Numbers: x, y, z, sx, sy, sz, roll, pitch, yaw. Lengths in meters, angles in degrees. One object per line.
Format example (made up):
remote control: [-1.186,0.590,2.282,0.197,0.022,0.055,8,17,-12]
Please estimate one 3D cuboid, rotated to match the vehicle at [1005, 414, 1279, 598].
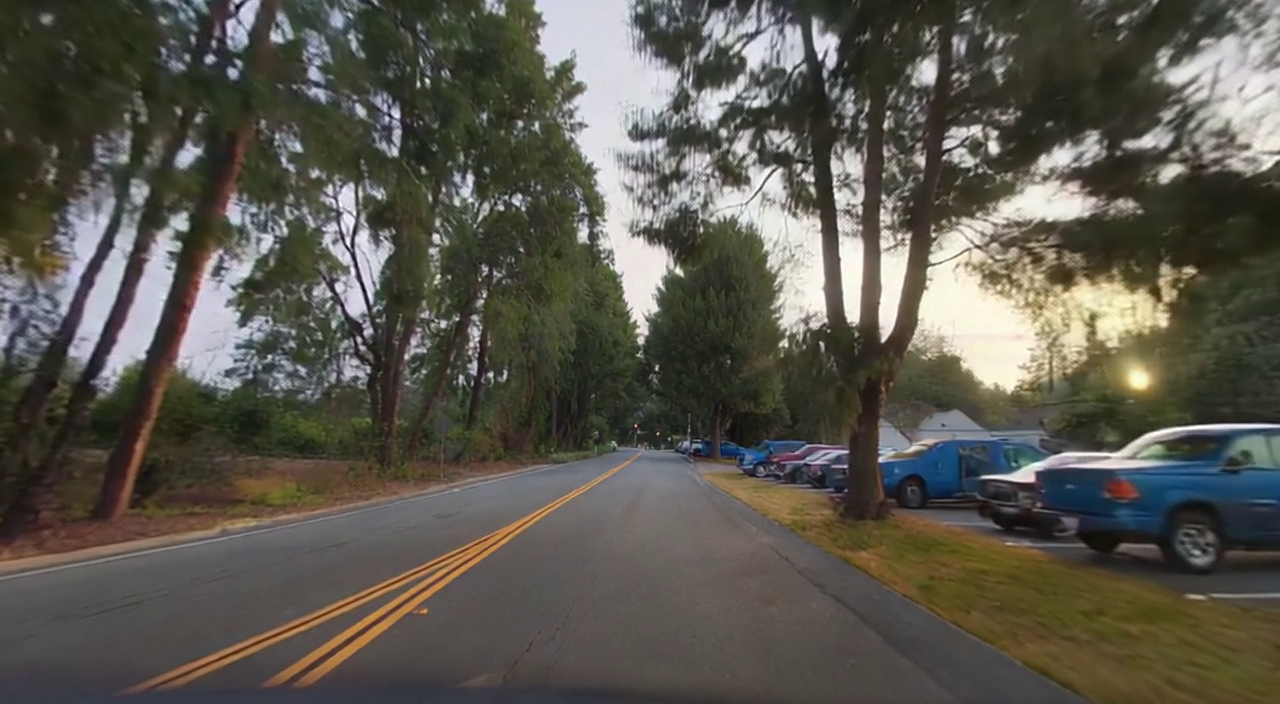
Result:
vehicle: [7.601,1.706,7.569,5.072,1.802,2.236,0,-8,-3]
